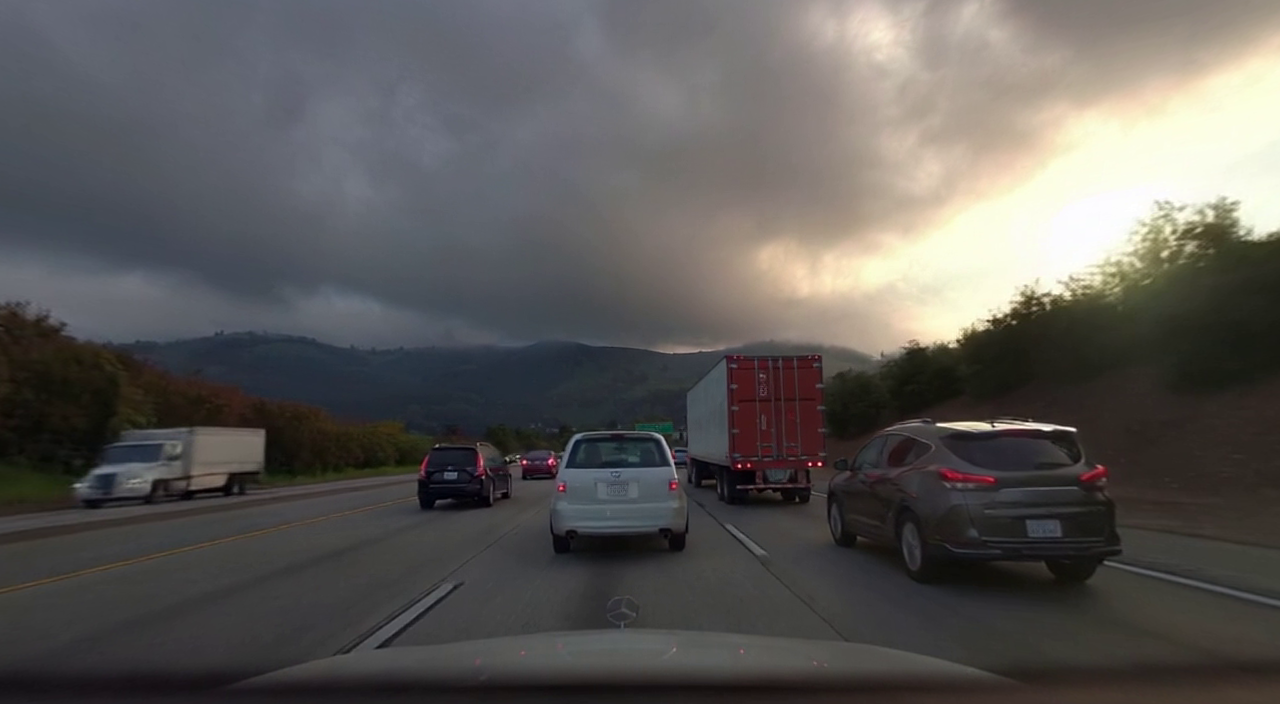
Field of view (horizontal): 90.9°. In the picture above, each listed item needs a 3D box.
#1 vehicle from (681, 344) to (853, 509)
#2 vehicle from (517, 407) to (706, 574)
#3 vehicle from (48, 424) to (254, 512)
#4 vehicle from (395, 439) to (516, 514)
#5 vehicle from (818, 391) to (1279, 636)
[{"bbox_3d":[3.700,3.254,24.803,3.032,4.051,18.805,0,-9,0],"label":"vehicle"},{"bbox_3d":[-0.341,1.835,9.025,2.037,1.792,4.194,0,-9,-1],"label":"vehicle"},{"bbox_3d":[-16.746,3.999,22.242,2.312,2.629,6.031,0,-9,0],"label":"vehicle"},{"bbox_3d":[-4.390,3.010,15.653,1.789,1.620,3.841,0,-9,0],"label":"vehicle"},{"bbox_3d":[3.707,1.522,6.942,2.076,1.751,4.666,0,-9,0],"label":"vehicle"}]
